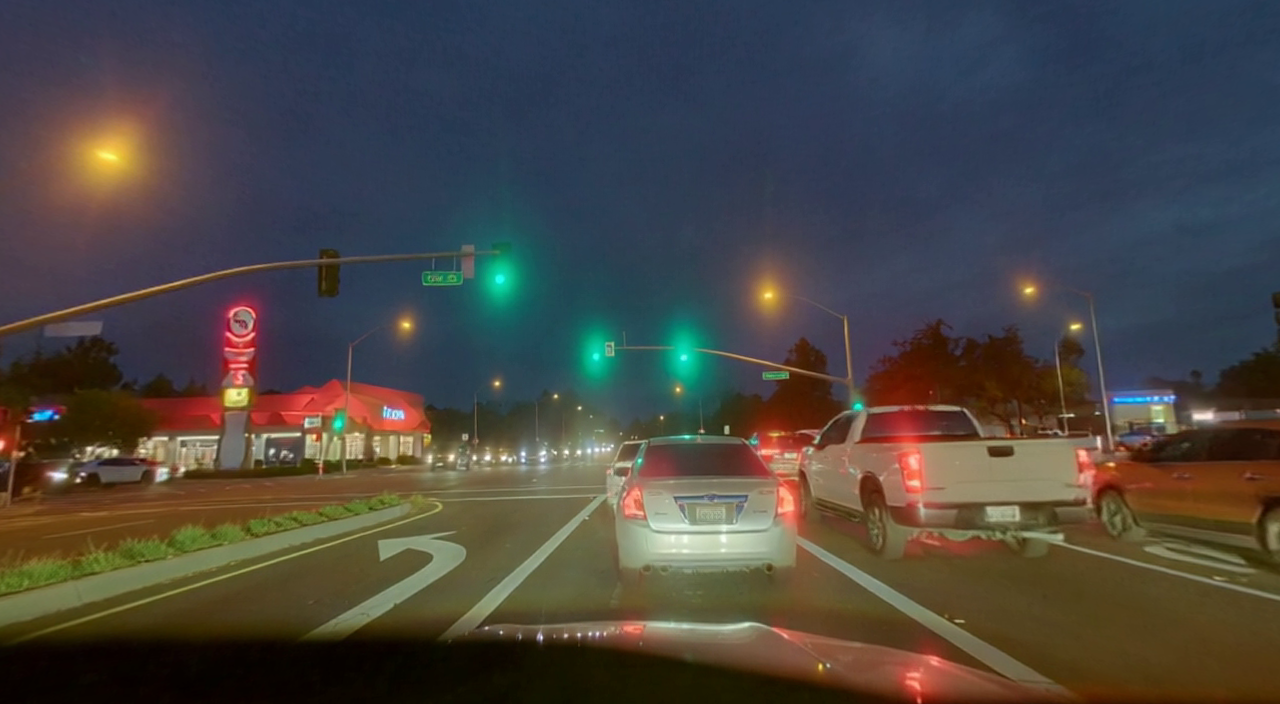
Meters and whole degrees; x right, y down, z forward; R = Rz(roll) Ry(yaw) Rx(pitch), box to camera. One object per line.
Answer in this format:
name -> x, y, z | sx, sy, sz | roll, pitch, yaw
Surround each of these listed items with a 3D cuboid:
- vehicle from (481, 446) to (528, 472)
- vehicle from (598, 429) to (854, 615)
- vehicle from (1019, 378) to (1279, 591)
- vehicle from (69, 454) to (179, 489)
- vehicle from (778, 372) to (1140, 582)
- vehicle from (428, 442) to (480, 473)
vehicle -> -8.357, 6.617, 39.237 | 2.002, 1.469, 4.301 | 0, -8, -1
vehicle -> 0.600, 1.621, 6.939 | 2.038, 1.447, 3.756 | 0, -8, -3
vehicle -> 7.264, 1.459, 7.349 | 2.323, 2.009, 5.266 | 0, -8, -1
vehicle -> -29.078, 6.696, 35.601 | 4.789, 1.828, 2.025 | -2, -9, 10
vehicle -> 3.827, 1.647, 9.133 | 2.358, 2.116, 5.328 | 0, -8, -1
vehicle -> -11.889, 6.749, 40.624 | 1.991, 1.844, 4.393 | 0, -8, 0
